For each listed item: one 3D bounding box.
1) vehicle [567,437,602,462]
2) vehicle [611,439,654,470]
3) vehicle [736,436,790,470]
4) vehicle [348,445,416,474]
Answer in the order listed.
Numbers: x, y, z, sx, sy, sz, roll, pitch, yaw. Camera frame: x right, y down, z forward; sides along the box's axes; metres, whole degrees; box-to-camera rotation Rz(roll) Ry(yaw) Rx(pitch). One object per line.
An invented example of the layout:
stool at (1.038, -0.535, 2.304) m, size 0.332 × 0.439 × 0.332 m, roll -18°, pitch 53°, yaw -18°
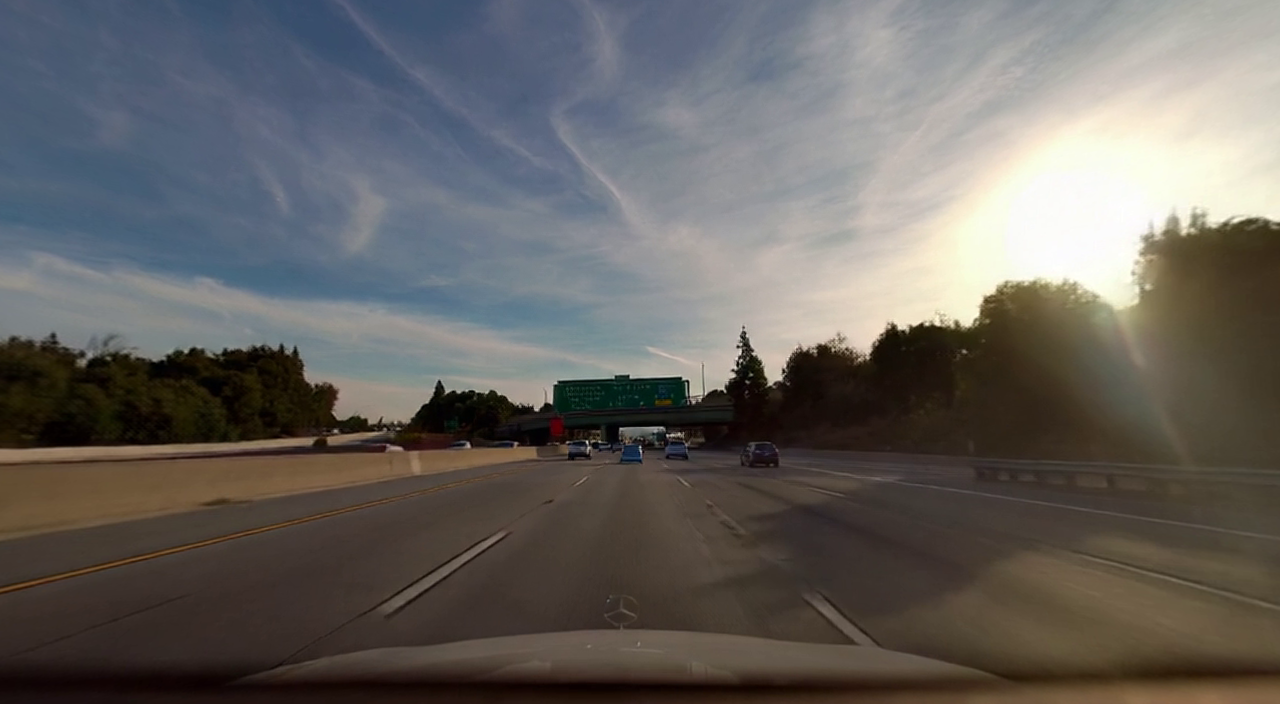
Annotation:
vehicle at (-4.019, 7.137, 46.285) m, size 2.113 × 1.756 × 4.471 m, roll 0°, pitch -8°, yaw 1°
vehicle at (-0.358, 5.247, 32.455) m, size 2.075 × 1.486 × 4.007 m, roll 0°, pitch -8°, yaw 0°
vehicle at (6.307, 5.239, 32.855) m, size 1.936 × 1.625 × 3.991 m, roll 0°, pitch -8°, yaw -1°
vehicle at (-14.041, 5.838, 34.631) m, size 1.832 × 1.464 × 4.390 m, roll 0°, pitch -9°, yaw 0°
